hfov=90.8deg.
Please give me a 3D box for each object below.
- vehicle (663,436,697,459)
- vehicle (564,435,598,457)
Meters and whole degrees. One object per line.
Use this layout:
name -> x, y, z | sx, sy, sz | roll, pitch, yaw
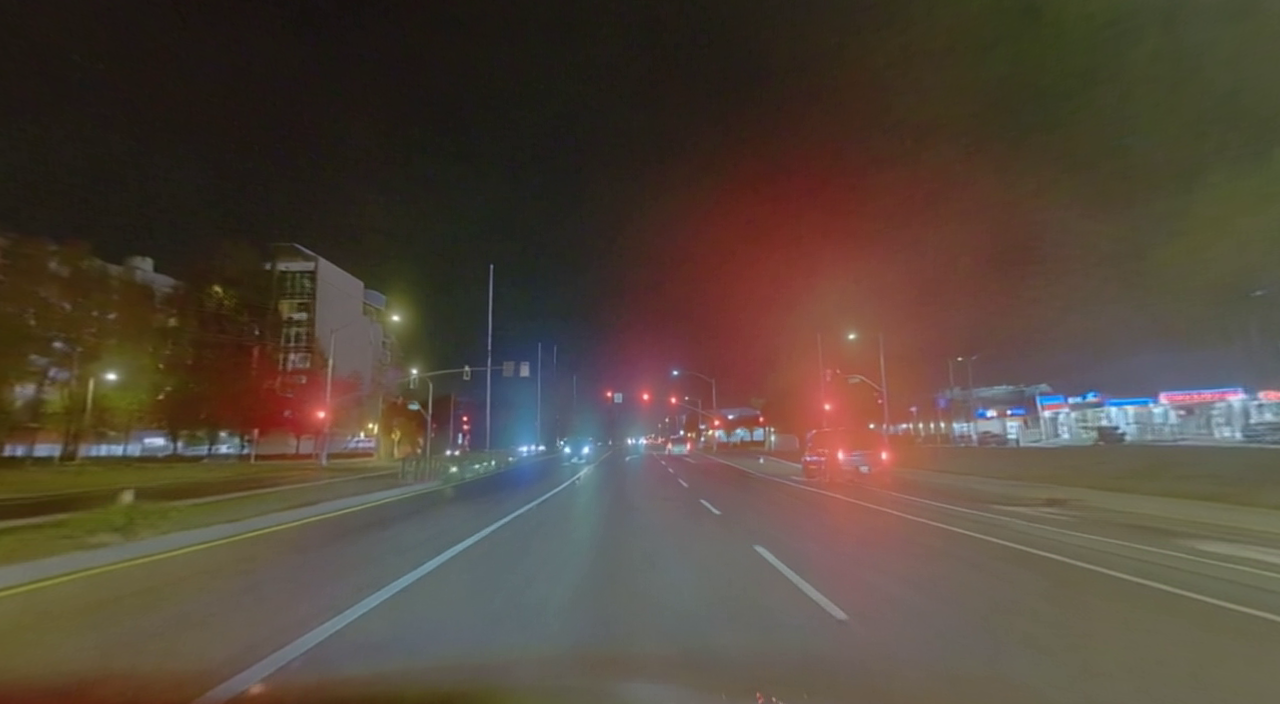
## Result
vehicle -> 2.813, 6.842, 45.495 | 2.130, 1.524, 4.722 | 0, -8, 0
vehicle -> -4.220, 6.846, 45.921 | 1.973, 1.526, 4.533 | 0, -8, 0
